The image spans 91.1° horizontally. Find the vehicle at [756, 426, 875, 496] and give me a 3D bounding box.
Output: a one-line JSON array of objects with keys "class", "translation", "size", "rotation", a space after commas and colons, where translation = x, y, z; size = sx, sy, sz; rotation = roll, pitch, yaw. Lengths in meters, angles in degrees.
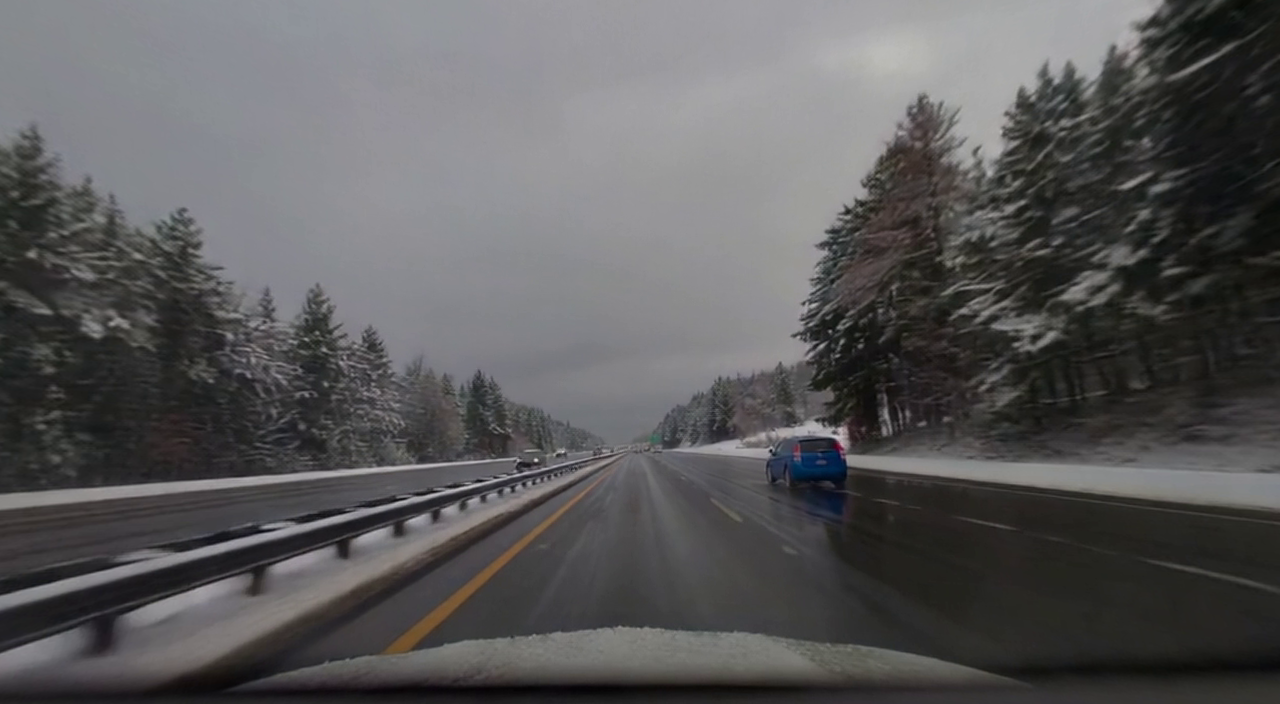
[{"class": "vehicle", "translation": [4.979, 3.191, 18.652], "size": [2.117, 1.783, 4.627], "rotation": [0, -9, -1]}]
